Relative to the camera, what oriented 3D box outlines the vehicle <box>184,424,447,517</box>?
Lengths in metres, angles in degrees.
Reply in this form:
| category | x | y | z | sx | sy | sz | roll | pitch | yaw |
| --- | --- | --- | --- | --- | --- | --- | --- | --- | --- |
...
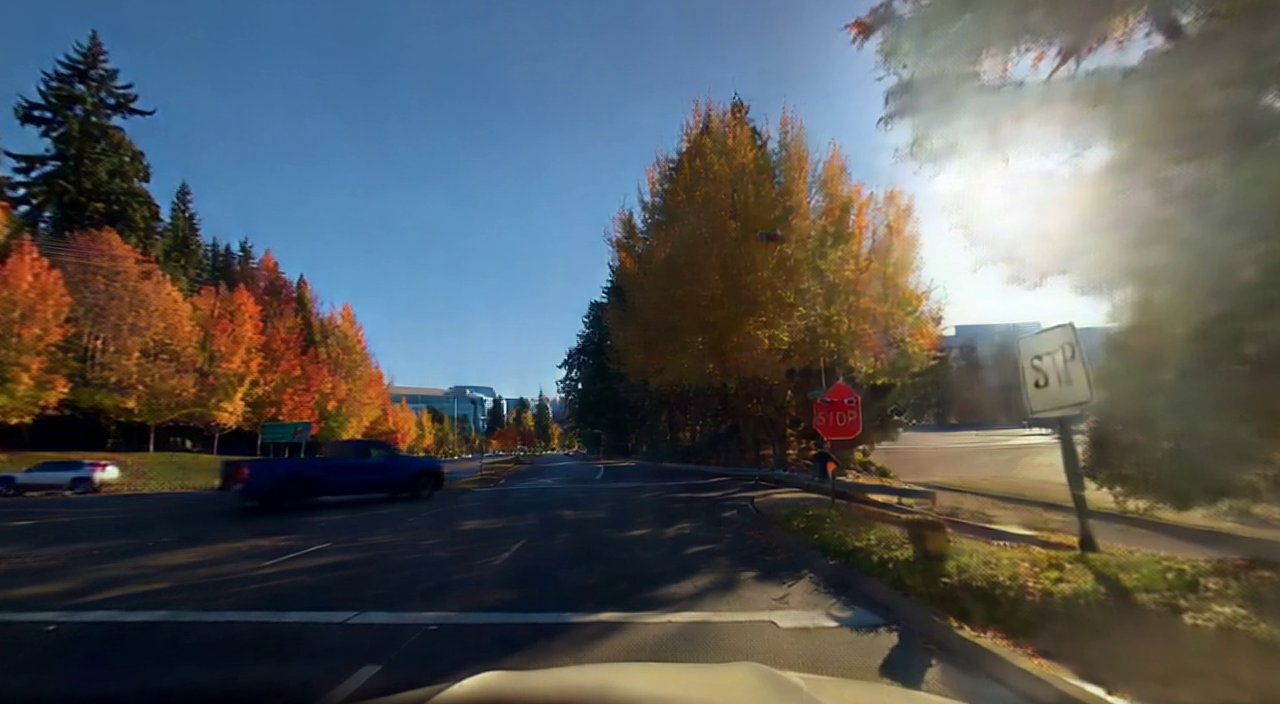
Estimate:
| category | x | y | z | sx | sy | sz | roll | pitch | yaw |
| --- | --- | --- | --- | --- | --- | --- | --- | --- | --- |
| vehicle | -8.254 | 3.013 | 16.634 | 2.284 | 2.012 | 5.607 | -8 | -11 | 41 |

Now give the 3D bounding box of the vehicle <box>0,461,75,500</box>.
| category | x | y | z | sx | sy | sz | roll | pitch | yaw |
| --- | --- | --- | --- | --- | --- | --- | --- | --- | --- |
| vehicle | -29.481 | 5.963 | 29.282 | 4.410 | 1.644 | 1.907 | 6 | -11 | -35 |

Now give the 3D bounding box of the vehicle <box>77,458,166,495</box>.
| category | x | y | z | sx | sy | sz | roll | pitch | yaw |
| --- | --- | --- | --- | --- | --- | --- | --- | --- | --- |
| vehicle | -26.218 | 6.258 | 31.940 | 3.248 | 1.720 | 1.902 | 7 | -11 | -38 |
